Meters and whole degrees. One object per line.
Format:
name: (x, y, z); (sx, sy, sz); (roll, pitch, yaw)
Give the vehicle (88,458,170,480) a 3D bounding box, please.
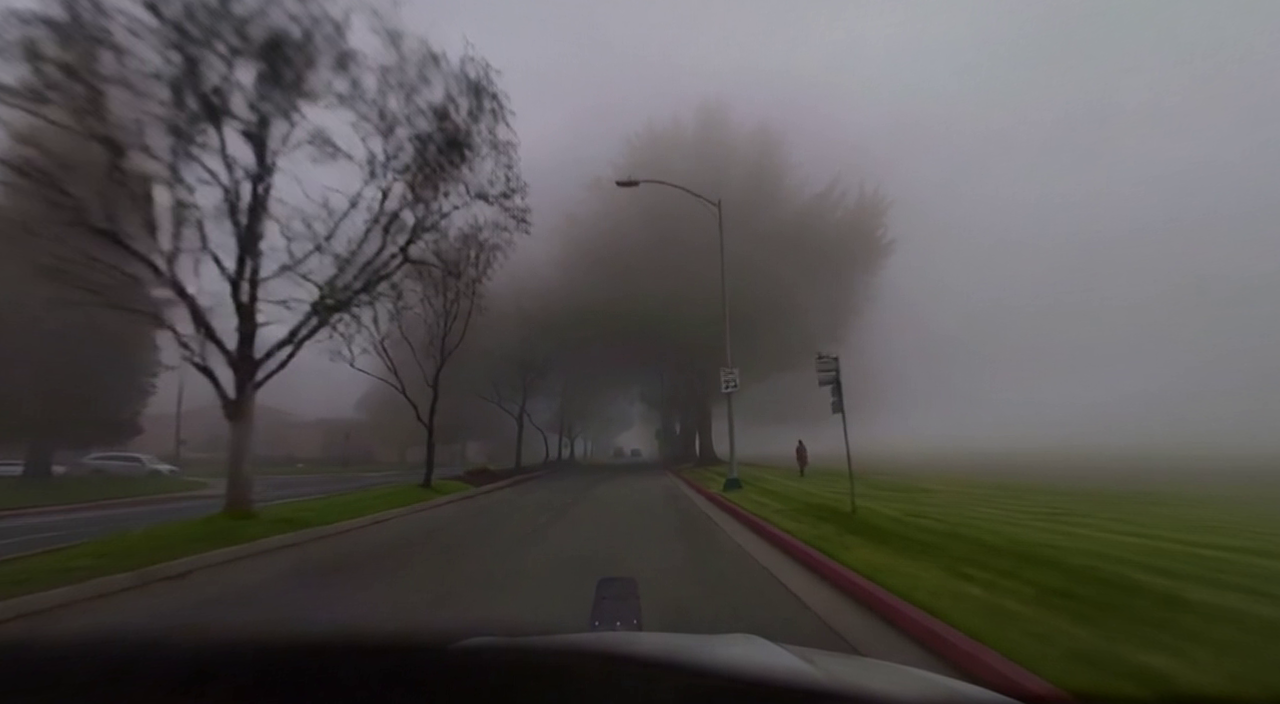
vehicle: (-36.450, 8.364, 45.236); (4.213, 1.431, 1.812); (0, -8, -1)
